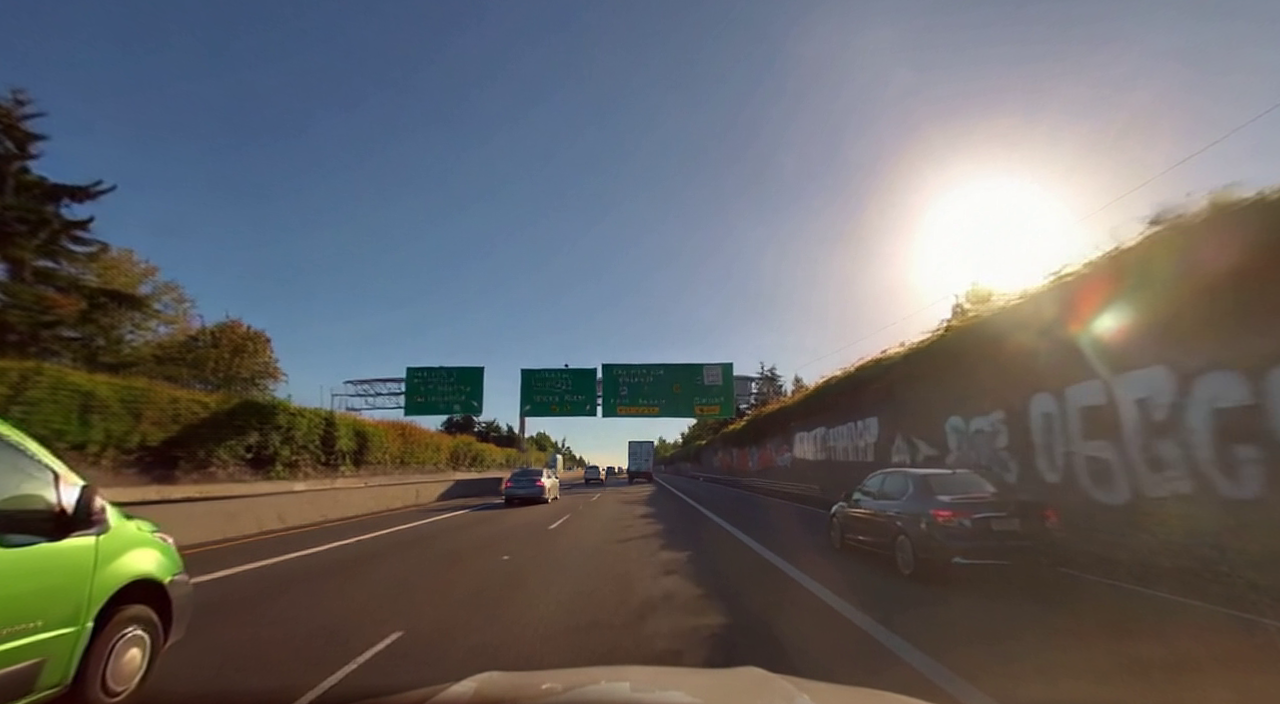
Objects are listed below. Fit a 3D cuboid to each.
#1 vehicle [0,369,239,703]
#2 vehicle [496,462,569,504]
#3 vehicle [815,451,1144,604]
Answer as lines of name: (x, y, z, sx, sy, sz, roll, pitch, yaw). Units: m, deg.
vehicle: (-3.397, 0.697, 1.410, 2.004, 1.610, 4.508, 1, -11, 0)
vehicle: (-4.052, 5.026, 24.412, 2.054, 1.443, 4.131, 0, -10, 0)
vehicle: (3.930, 2.120, 8.347, 1.917, 1.458, 4.199, 1, -11, -1)
